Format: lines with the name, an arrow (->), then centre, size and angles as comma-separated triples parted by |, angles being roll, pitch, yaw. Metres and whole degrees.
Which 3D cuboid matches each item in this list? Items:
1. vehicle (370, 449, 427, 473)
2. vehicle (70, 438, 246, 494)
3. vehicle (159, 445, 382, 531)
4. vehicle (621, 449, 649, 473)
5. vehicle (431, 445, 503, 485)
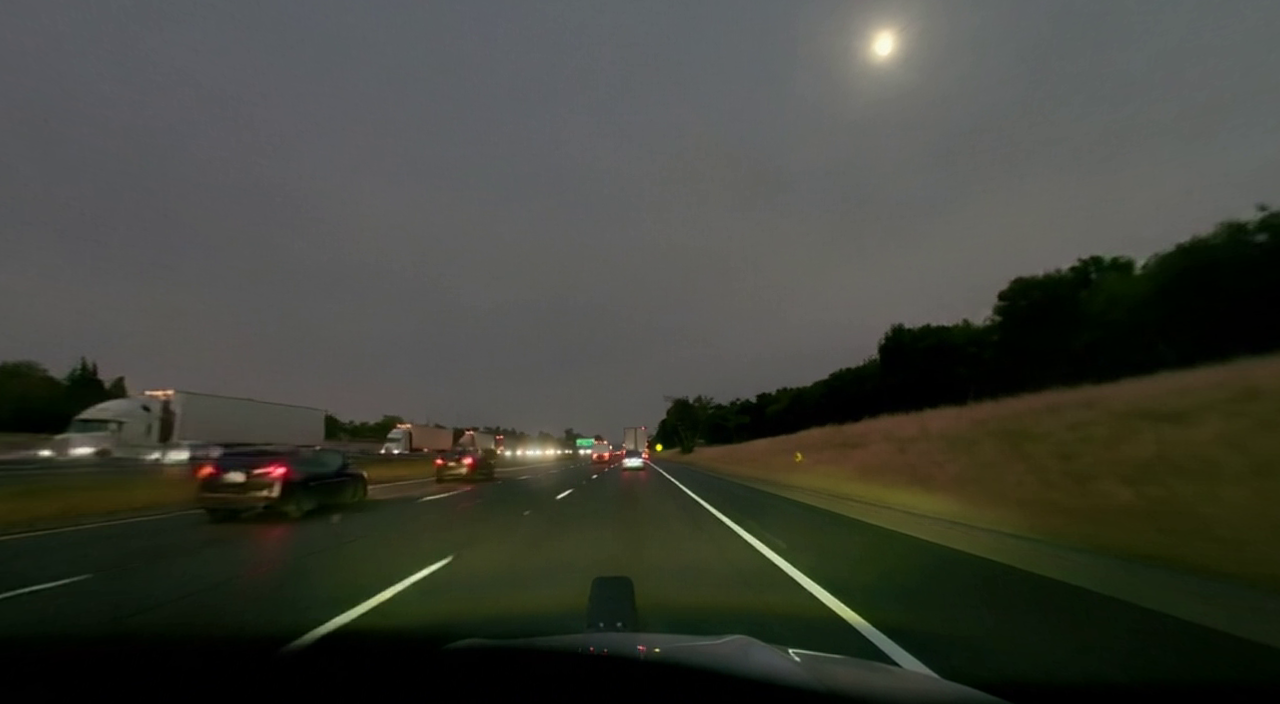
vehicle -> -14.839, 6.721, 38.922 | 1.927, 1.393, 4.071 | 0, -9, -1
vehicle -> -14.699, 3.500, 19.655 | 1.817, 1.508, 4.734 | 0, -9, -1
vehicle -> -7.231, 2.671, 13.025 | 1.895, 1.446, 4.456 | 0, -9, 0
vehicle -> -0.359, 7.917, 45.959 | 2.009, 1.657, 3.962 | 0, -9, 0
vehicle -> -7.815, 5.129, 28.900 | 2.004, 1.629, 4.506 | 0, -9, 0
